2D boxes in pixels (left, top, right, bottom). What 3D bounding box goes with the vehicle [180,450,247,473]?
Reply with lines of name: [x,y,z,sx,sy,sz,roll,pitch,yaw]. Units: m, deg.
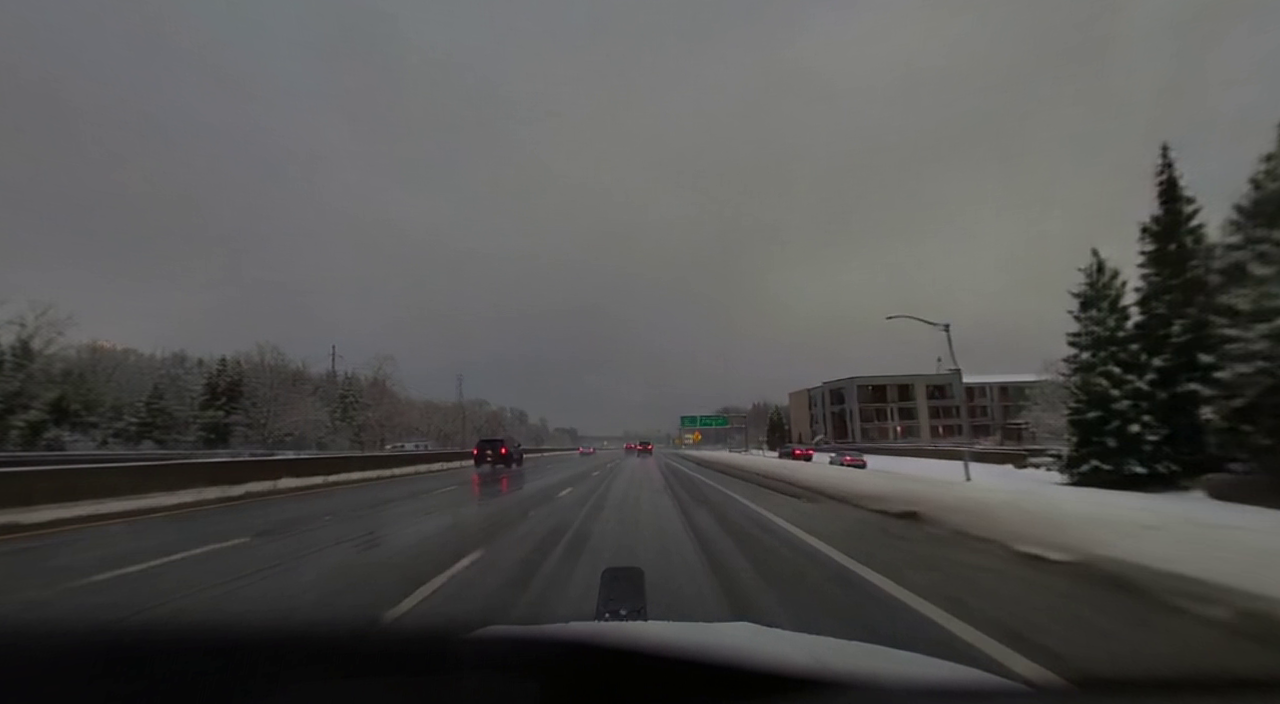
vehicle: [-31.454,8.046,46.666,1.868,1.536,4.251,0,-8,1]

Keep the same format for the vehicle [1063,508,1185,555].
vehicle: [22.164,8.209,29.162,1.790,1.475,4.520,0,-8,-4]

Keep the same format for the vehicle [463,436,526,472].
vehicle: [-7.222,5.103,31.719,2.088,1.678,4.426,0,-8,0]

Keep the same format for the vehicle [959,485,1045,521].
vehicle: [21.407,8.898,37.542,2.008,1.658,4.776,0,-8,-5]
